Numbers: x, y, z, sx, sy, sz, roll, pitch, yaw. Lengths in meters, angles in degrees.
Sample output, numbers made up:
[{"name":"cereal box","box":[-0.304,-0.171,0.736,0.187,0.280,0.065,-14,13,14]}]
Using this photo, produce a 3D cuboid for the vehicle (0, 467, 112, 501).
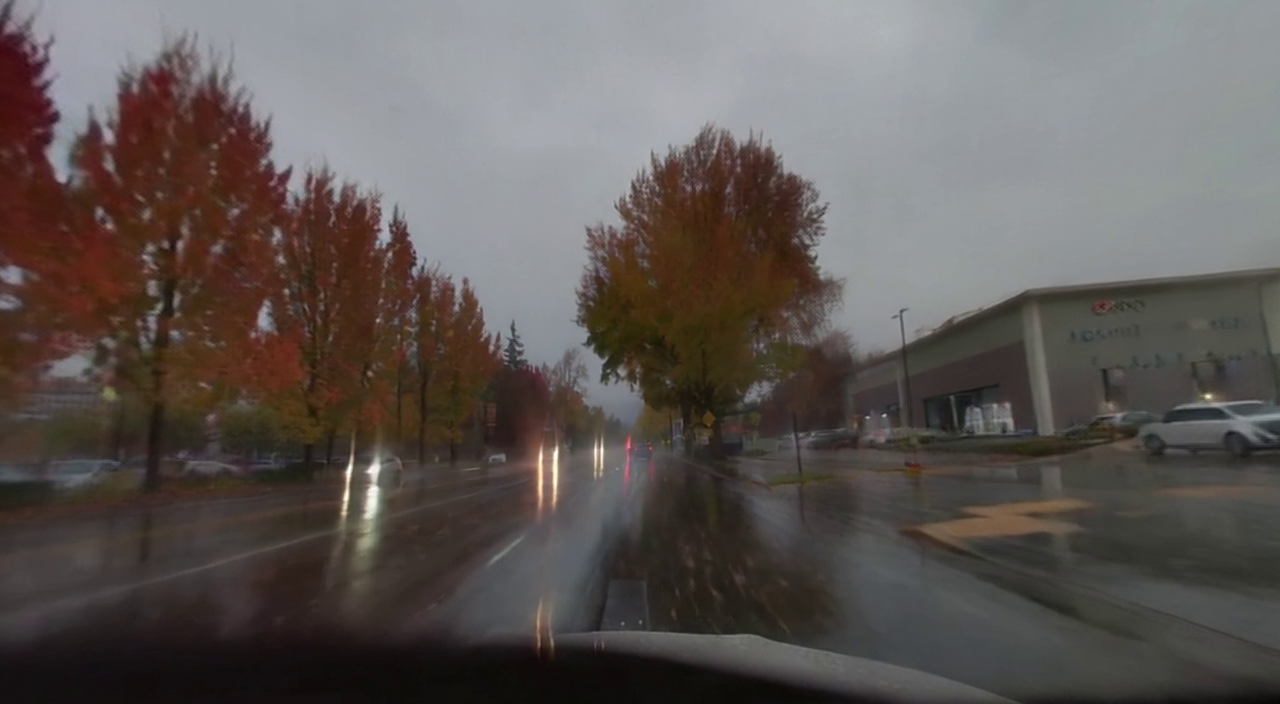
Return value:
[{"name":"vehicle","box":[-27.798,6.239,29.791,3.844,1.448,1.746,0,-8,1]}]
